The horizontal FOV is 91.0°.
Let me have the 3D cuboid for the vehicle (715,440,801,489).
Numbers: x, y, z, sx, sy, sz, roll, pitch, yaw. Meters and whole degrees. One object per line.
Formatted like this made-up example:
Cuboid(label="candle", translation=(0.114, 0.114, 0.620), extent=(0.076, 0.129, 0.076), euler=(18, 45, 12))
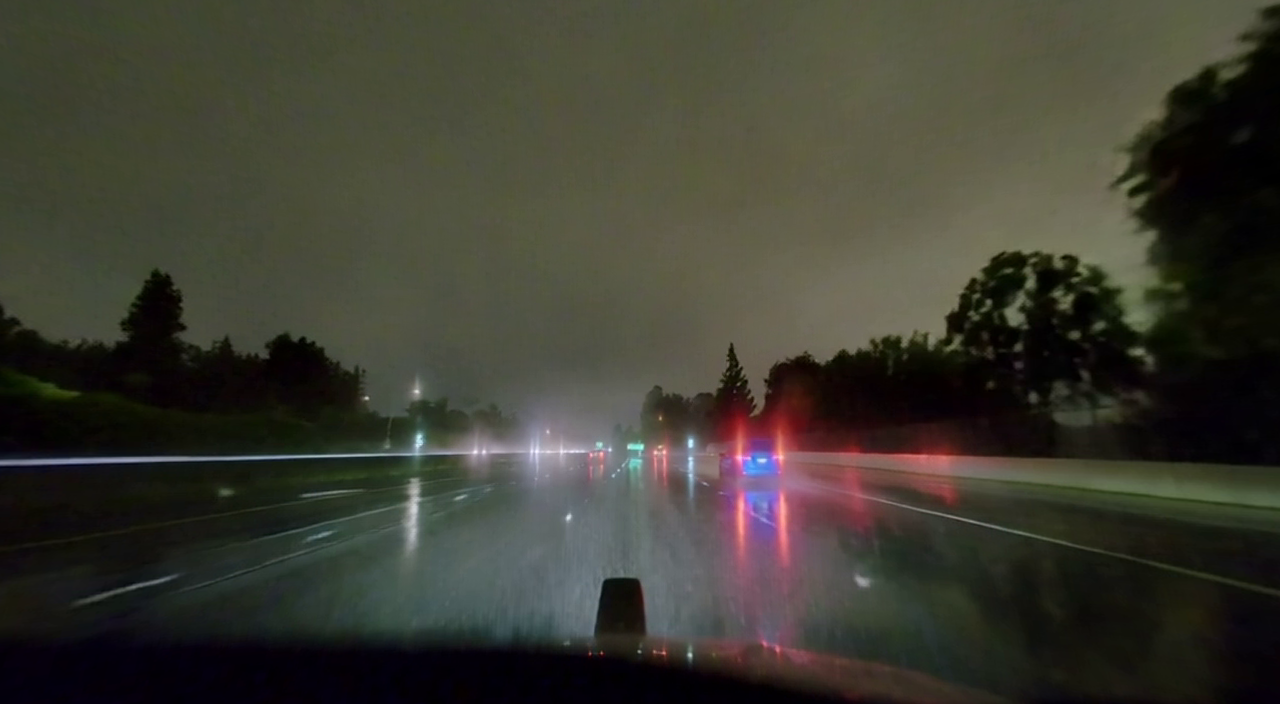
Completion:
Cuboid(label="vehicle", translation=(3.910, 3.812, 21.689), extent=(2.033, 1.501, 4.398), euler=(0, -9, -1))
